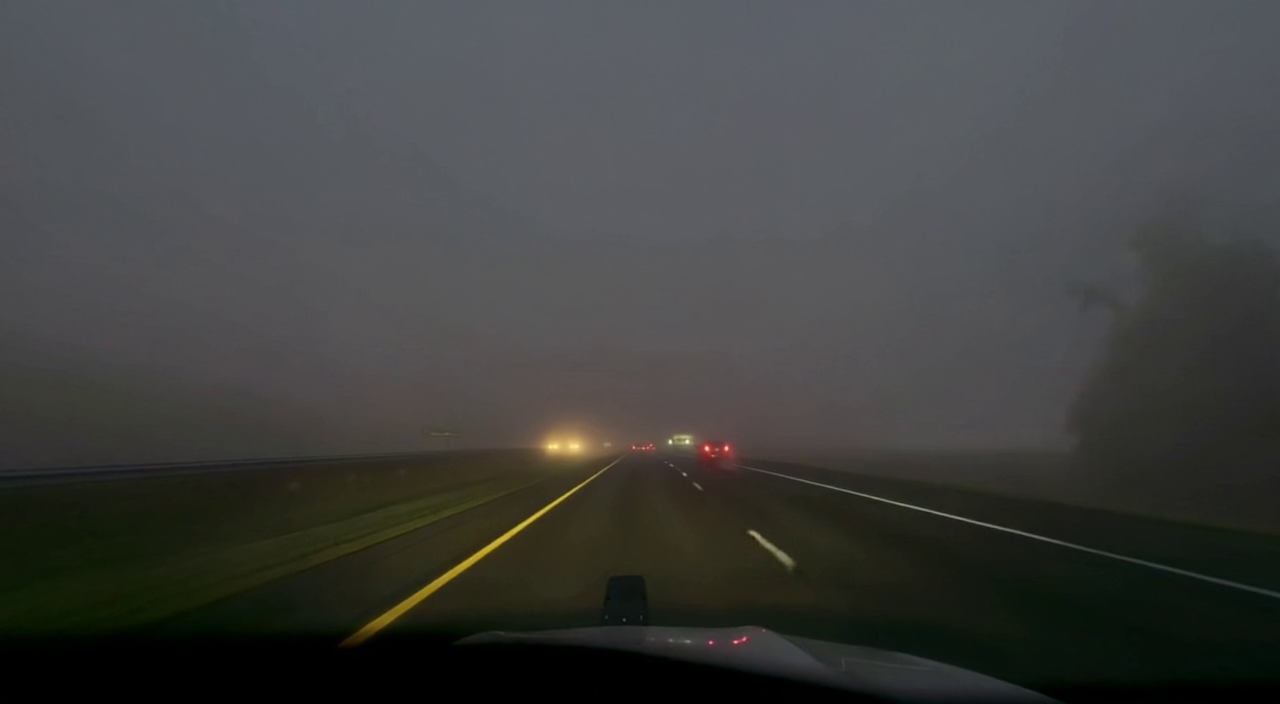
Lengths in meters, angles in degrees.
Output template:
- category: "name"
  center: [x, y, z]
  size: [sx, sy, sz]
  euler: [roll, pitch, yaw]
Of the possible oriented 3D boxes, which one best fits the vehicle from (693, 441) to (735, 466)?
- category: "vehicle"
  center: [4.572, 6.331, 39.552]
  size: [2.012, 1.476, 4.256]
  euler: [0, -9, -2]
